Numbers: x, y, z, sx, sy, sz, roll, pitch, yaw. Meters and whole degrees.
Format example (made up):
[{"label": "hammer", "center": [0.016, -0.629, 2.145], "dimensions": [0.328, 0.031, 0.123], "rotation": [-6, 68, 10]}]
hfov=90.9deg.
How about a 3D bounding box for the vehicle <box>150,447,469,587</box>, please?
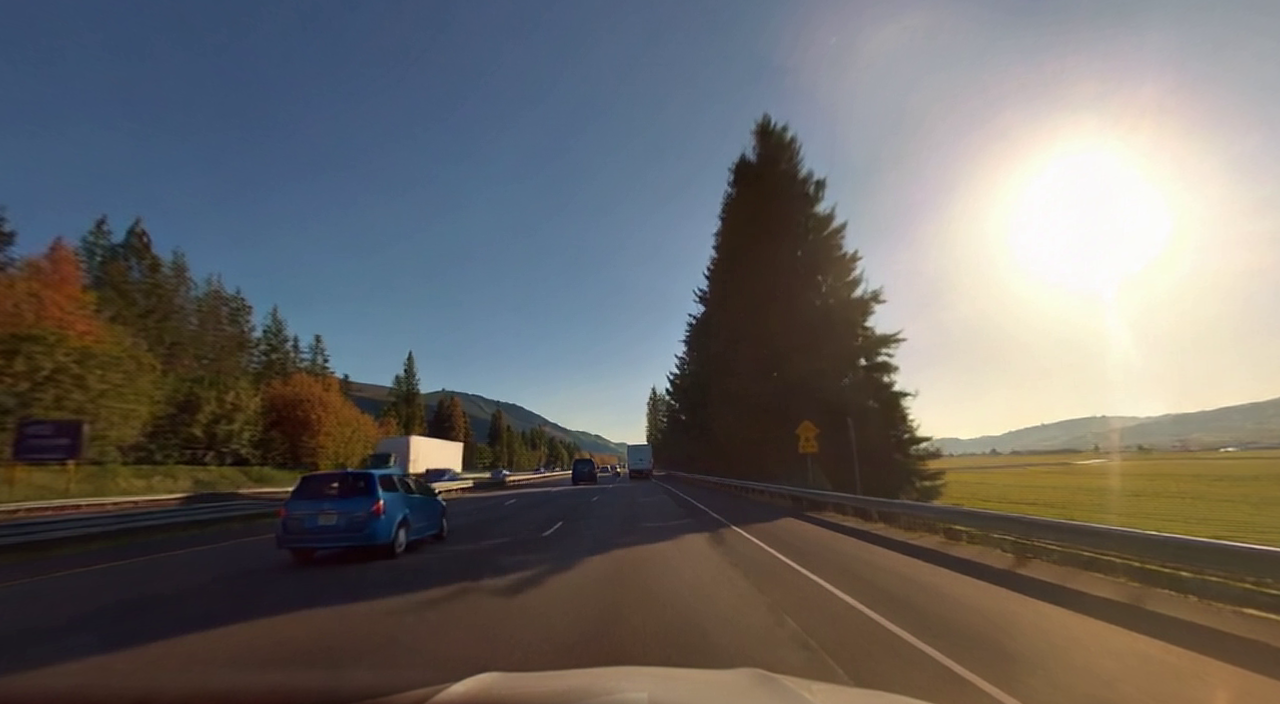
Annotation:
[{"label": "vehicle", "center": [-4.171, 2.197, 9.108], "dimensions": [2.090, 1.462, 4.603], "rotation": [1, -10, 0]}]
